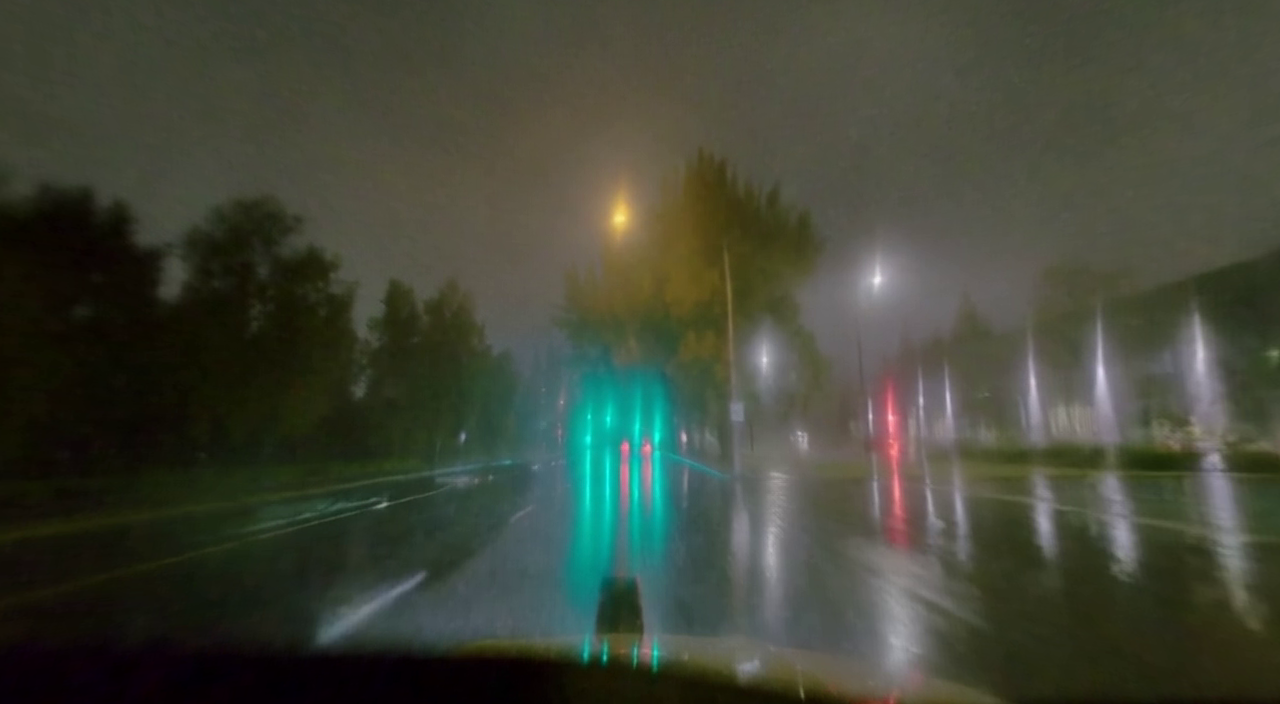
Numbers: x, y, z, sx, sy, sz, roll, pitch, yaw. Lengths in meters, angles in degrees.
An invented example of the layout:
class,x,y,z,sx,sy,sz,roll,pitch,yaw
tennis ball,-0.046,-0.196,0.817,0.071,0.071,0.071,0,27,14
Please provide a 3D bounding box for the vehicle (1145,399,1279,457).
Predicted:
class,x,y,z,sx,sy,sz,roll,pitch,yaw
vehicle,46.361,5.616,46.815,14.828,4.062,2.936,-1,-8,2
